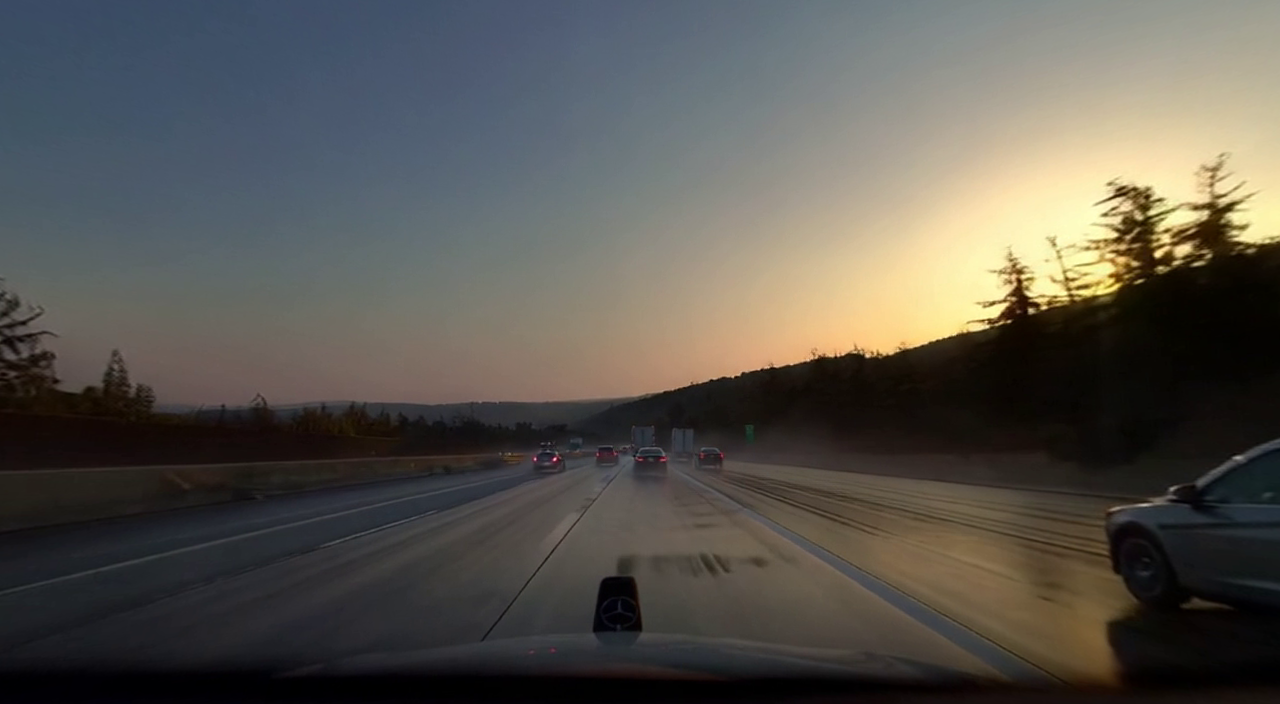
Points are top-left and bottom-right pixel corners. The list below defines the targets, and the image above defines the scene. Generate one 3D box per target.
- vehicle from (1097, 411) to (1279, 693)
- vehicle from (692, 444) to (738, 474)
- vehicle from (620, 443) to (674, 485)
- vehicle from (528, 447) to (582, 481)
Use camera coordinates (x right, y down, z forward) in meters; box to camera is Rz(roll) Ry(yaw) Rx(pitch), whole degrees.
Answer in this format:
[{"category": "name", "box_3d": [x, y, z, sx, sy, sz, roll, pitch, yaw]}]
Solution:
[{"category": "vehicle", "box_3d": [4.493, 0.946, 2.566, 2.059, 1.506, 4.106, 0, -9, -1]}, {"category": "vehicle", "box_3d": [4.211, 6.105, 35.930, 2.018, 1.639, 4.149, 0, -9, -1]}, {"category": "vehicle", "box_3d": [0.266, 4.556, 25.750, 2.015, 1.526, 4.286, 0, -9, 0]}, {"category": "vehicle", "box_3d": [-4.047, 5.423, 30.591, 1.967, 1.473, 4.439, 0, -9, 0]}]
